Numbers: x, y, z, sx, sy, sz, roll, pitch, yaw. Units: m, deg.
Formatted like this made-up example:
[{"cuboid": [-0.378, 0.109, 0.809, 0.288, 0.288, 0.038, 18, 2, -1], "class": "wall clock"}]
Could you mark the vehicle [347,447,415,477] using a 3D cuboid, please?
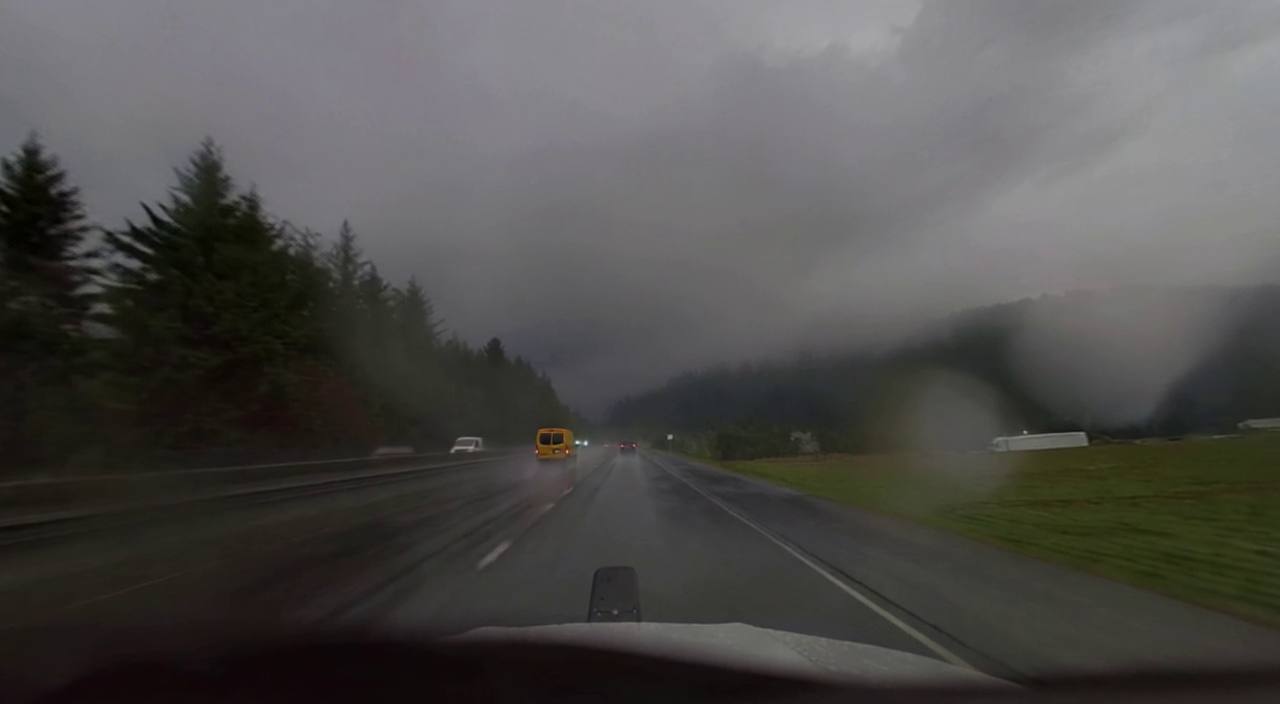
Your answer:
[{"cuboid": [-13.542, 5.747, 33.150, 1.786, 1.453, 4.355, 0, -8, -1], "class": "vehicle"}]

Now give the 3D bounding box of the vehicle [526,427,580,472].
[{"cuboid": [-4.178, 4.800, 31.073, 1.976, 2.029, 4.737, -1, -8, 0], "class": "vehicle"}]
